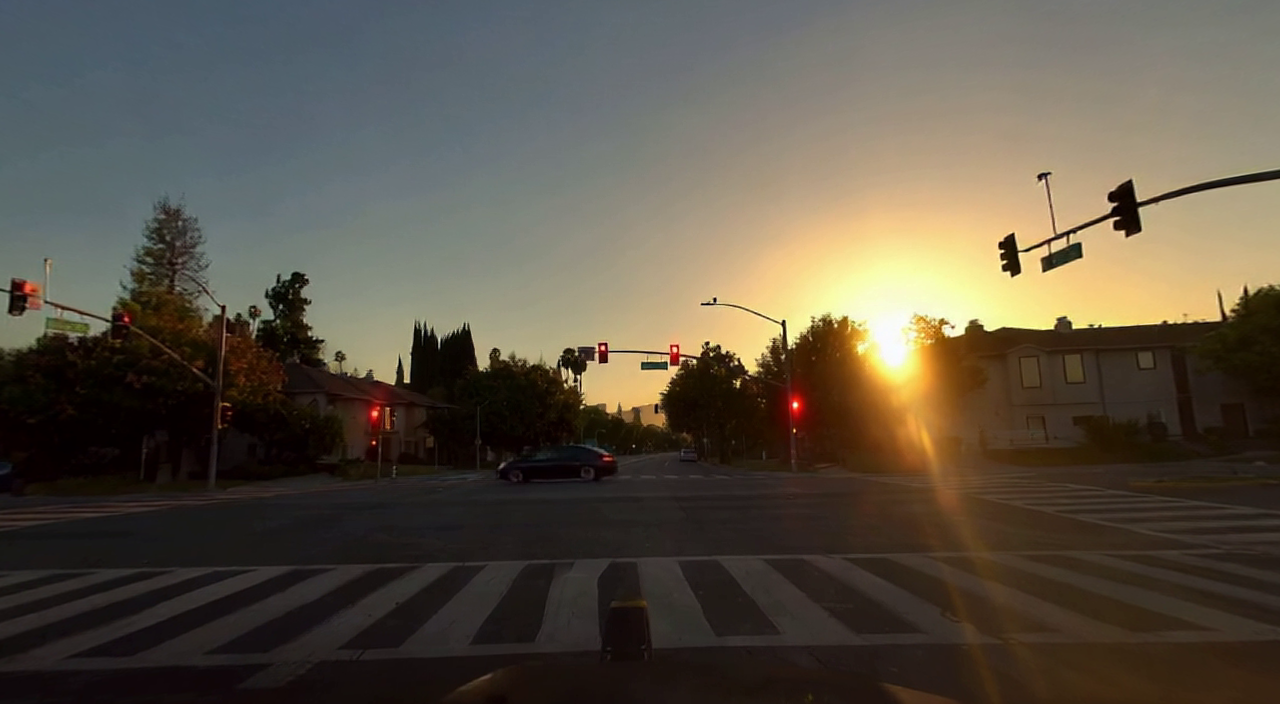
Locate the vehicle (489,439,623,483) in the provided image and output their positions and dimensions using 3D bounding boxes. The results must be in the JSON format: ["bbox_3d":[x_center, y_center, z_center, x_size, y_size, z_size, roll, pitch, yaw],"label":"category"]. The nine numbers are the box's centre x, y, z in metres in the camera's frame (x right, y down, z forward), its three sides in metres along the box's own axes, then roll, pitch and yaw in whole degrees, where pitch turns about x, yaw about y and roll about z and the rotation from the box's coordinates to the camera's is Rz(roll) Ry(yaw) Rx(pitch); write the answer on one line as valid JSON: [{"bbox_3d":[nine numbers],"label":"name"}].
[{"bbox_3d":[-2.906,3.892,22.646,4.562,1.460,1.822,0,-8,0],"label":"vehicle"}]
